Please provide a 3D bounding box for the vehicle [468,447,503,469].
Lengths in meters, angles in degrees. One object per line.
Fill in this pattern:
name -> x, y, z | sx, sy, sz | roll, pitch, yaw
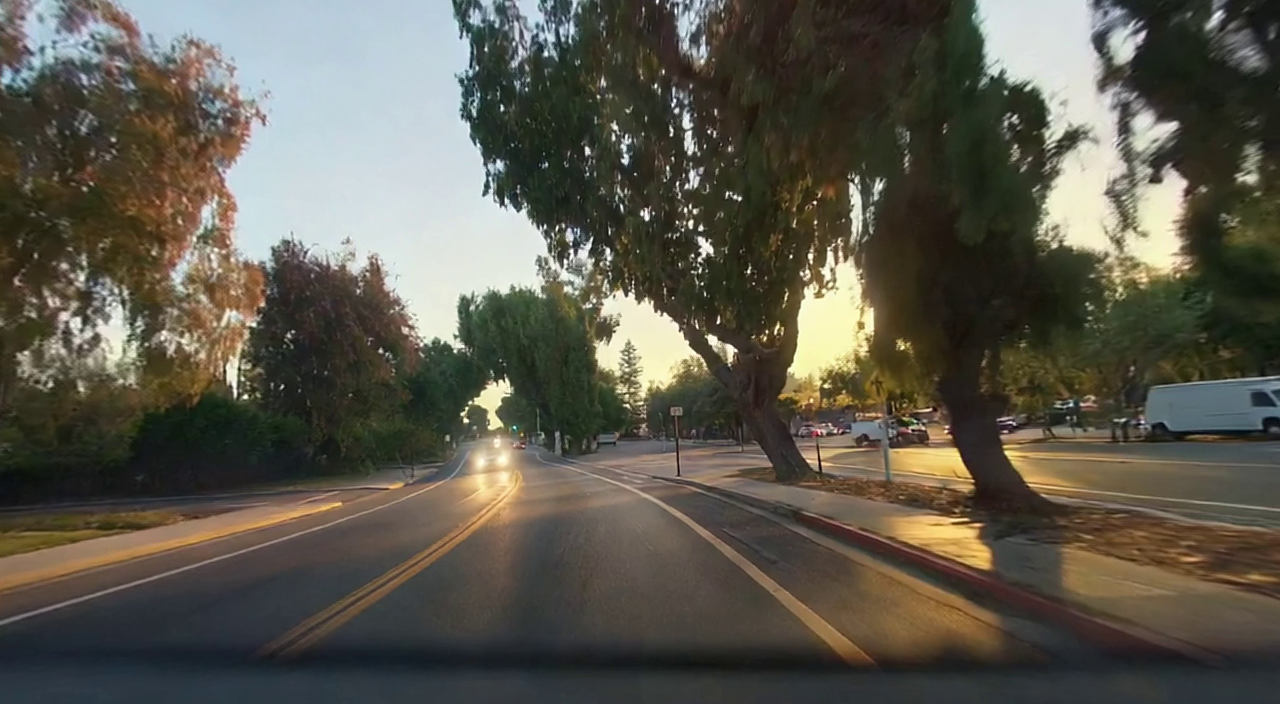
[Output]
vehicle -> -10.692, 7.357, 43.968 | 2.125, 1.440, 4.450 | 1, -8, -11

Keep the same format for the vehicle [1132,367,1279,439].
vehicle -> 33.281, 2.505, 32.315 | 12.214, 3.426, 2.921 | -9, -9, 41
